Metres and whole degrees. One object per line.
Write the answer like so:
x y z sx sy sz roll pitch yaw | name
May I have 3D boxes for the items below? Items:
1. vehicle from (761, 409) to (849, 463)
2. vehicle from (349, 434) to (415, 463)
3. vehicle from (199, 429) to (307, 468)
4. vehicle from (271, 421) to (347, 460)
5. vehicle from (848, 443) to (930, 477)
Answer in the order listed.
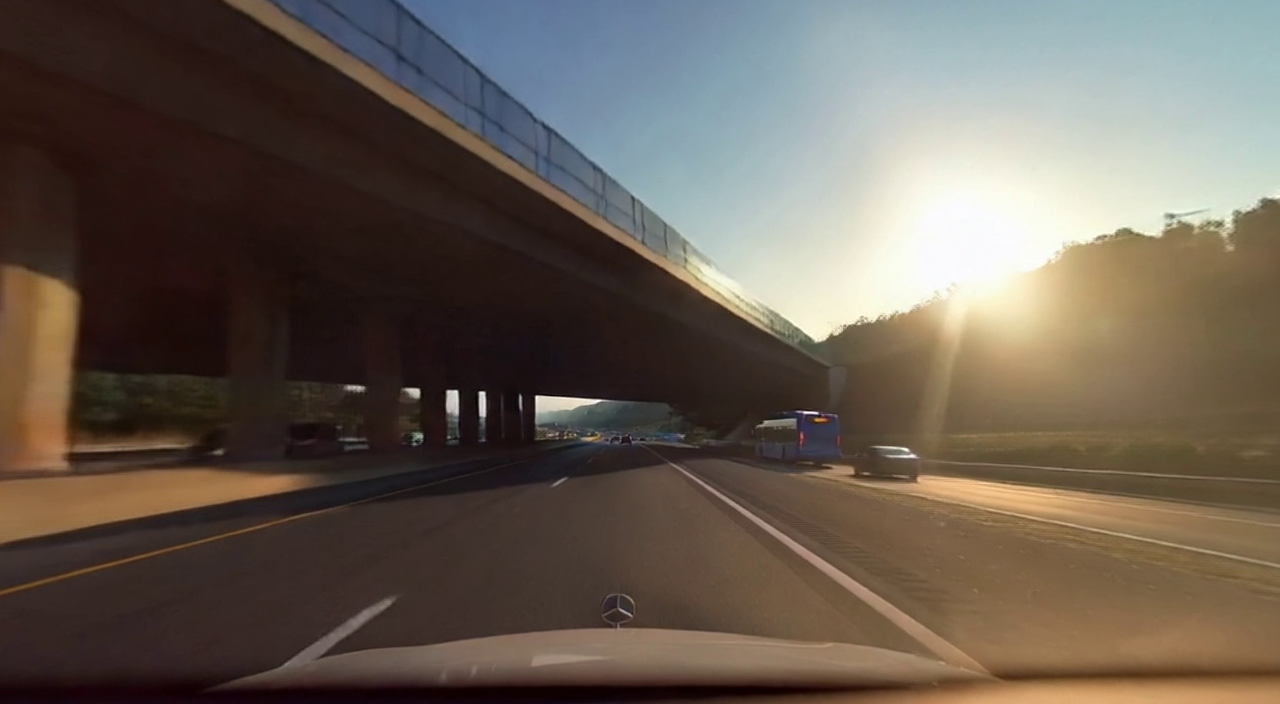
11.189 5.899 44.234 3.009 3.265 12.098 0 -8 0 | vehicle
-13.772 5.172 33.876 1.838 1.446 4.375 1 -8 -2 | vehicle
-17.291 4.312 28.394 1.987 1.600 4.539 0 -8 -1 | vehicle
-17.388 4.671 33.190 1.911 1.928 3.656 0 -8 1 | vehicle
10.964 4.768 28.033 1.866 1.359 4.218 0 -8 -1 | vehicle
